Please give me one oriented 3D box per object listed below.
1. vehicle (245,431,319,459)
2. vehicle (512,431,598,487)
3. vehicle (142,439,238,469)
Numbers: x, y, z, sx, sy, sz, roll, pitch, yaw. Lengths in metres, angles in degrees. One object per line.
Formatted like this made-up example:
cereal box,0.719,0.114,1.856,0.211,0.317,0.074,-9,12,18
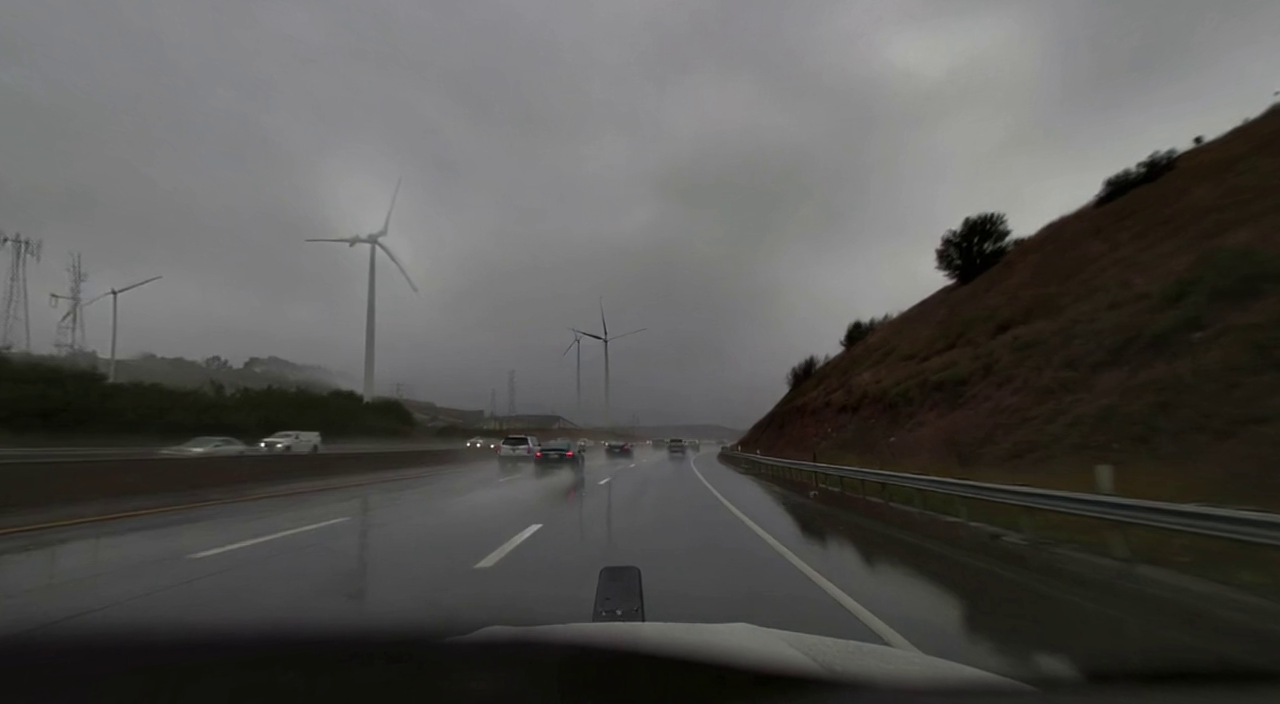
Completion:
vehicle,-26.625,6.946,47.112,2.098,1.937,5.374,-1,-9,4
vehicle,-2.741,3.597,21.461,2.118,1.702,4.355,0,-9,3
vehicle,-24.145,5.488,34.003,1.900,1.482,4.257,0,-9,3
